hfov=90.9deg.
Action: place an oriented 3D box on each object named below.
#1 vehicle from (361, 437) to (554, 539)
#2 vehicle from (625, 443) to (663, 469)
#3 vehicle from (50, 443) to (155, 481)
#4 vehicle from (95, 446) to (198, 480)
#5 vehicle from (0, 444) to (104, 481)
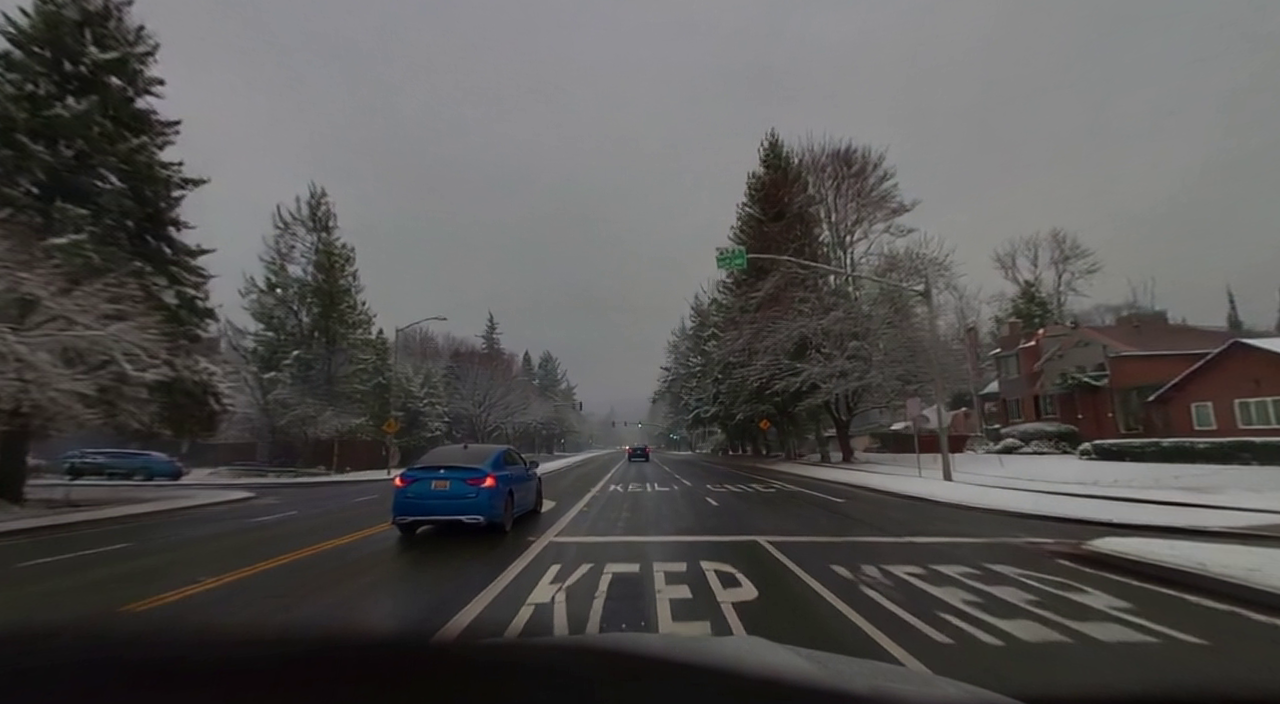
[{"bbox_3d":[-3.043,2.390,11.864,2.158,1.469,4.909,0,-8,0],"label":"vehicle"},{"bbox_3d":[0.240,6.436,39.318,2.226,1.505,4.128,0,-8,0],"label":"vehicle"},{"bbox_3d":[-26.367,5.366,31.082,1.919,1.701,3.695,0,-8,-2],"label":"vehicle"},{"bbox_3d":[-23.821,5.359,30.626,1.894,1.508,3.783,0,-8,0],"label":"vehicle"},{"bbox_3d":[-29.287,5.462,31.356,1.838,1.685,3.766,0,-8,0],"label":"vehicle"}]
